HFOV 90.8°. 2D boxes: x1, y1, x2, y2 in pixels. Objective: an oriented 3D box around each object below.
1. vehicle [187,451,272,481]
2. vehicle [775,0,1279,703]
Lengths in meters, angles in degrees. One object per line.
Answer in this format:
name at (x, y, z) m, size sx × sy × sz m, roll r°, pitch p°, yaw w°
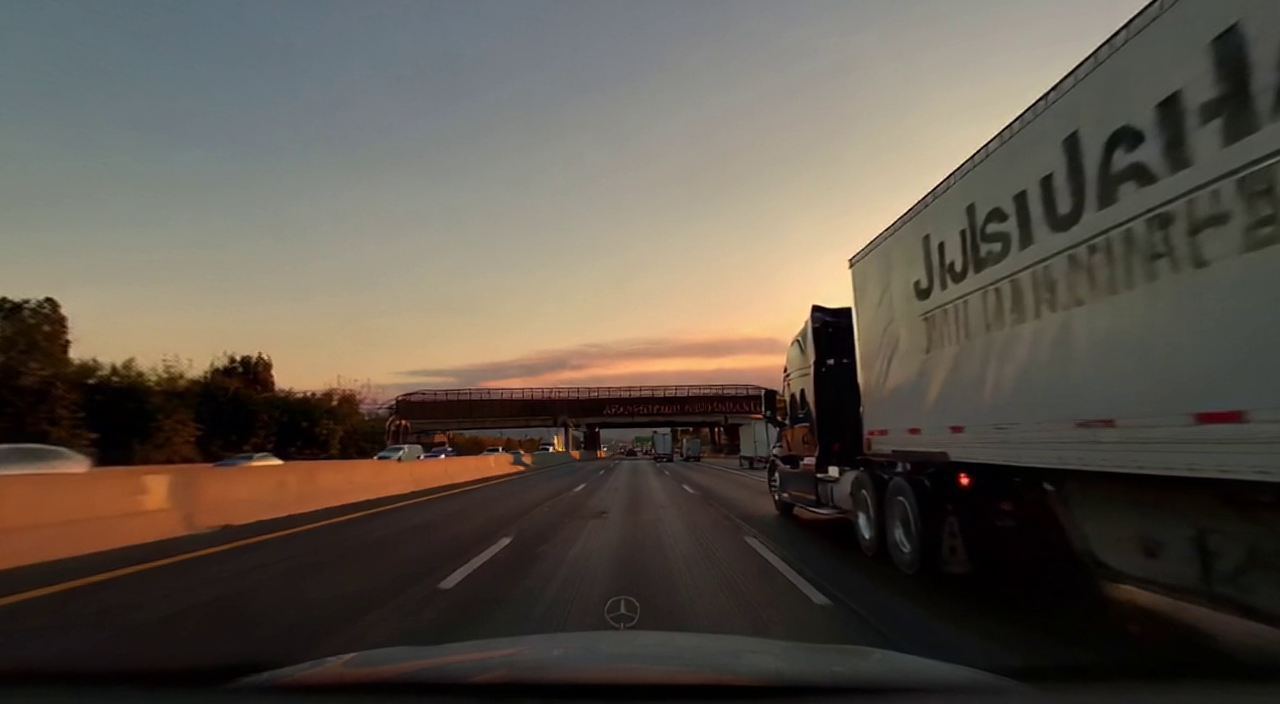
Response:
vehicle at (-21.544, 5.977, 33.350) m, size 1.918 × 1.450 × 3.803 m, roll 0°, pitch -9°, yaw 0°
vehicle at (3.371, 0.046, 4.605) m, size 3.210 × 4.239 × 7.307 m, roll 0°, pitch -9°, yaw 1°
